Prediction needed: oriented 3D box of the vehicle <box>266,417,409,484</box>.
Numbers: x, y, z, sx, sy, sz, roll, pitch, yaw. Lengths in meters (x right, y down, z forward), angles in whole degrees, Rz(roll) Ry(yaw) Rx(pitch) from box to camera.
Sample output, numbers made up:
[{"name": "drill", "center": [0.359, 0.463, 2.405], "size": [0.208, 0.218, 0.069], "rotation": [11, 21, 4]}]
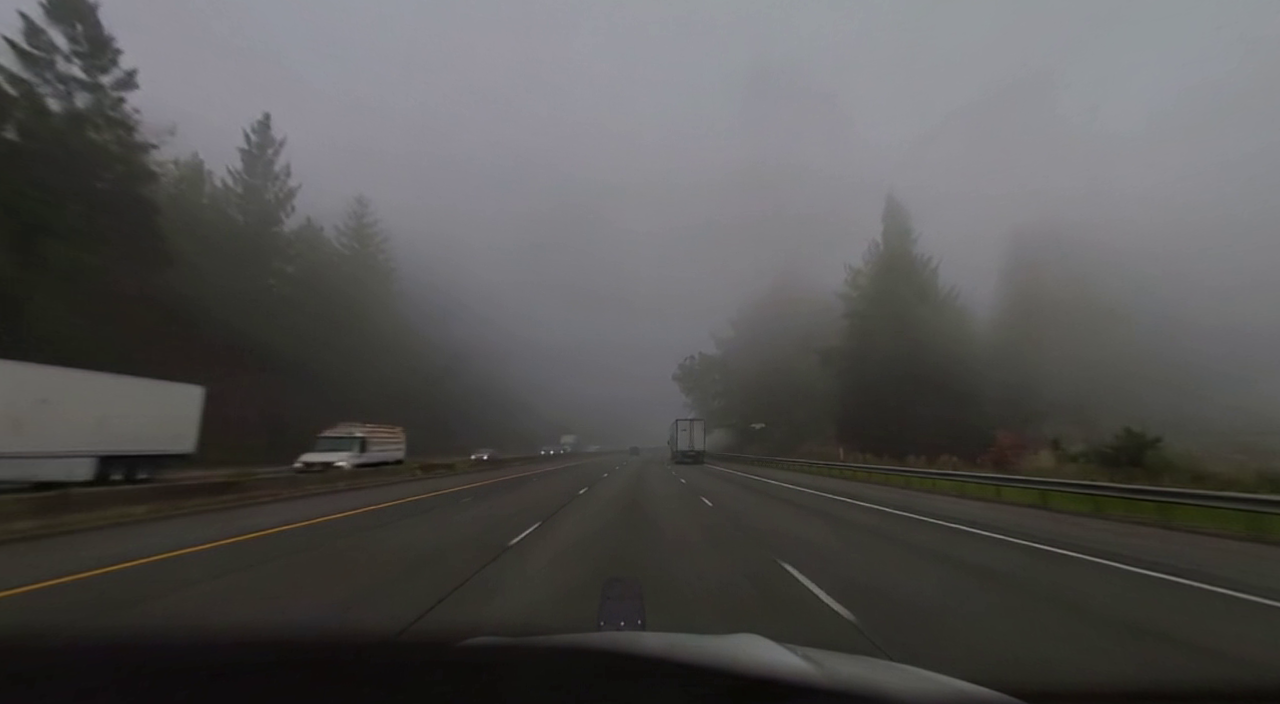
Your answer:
[{"name": "vehicle", "center": [-12.033, 4.056, 25.894], "size": [2.321, 2.365, 6.898], "rotation": [0, -9, 1]}]

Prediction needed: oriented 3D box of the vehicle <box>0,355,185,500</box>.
[{"name": "vehicle", "center": [-19.565, 2.228, 18.413], "size": [2.913, 4.049, 12.675], "rotation": [0, -9, 0]}]
